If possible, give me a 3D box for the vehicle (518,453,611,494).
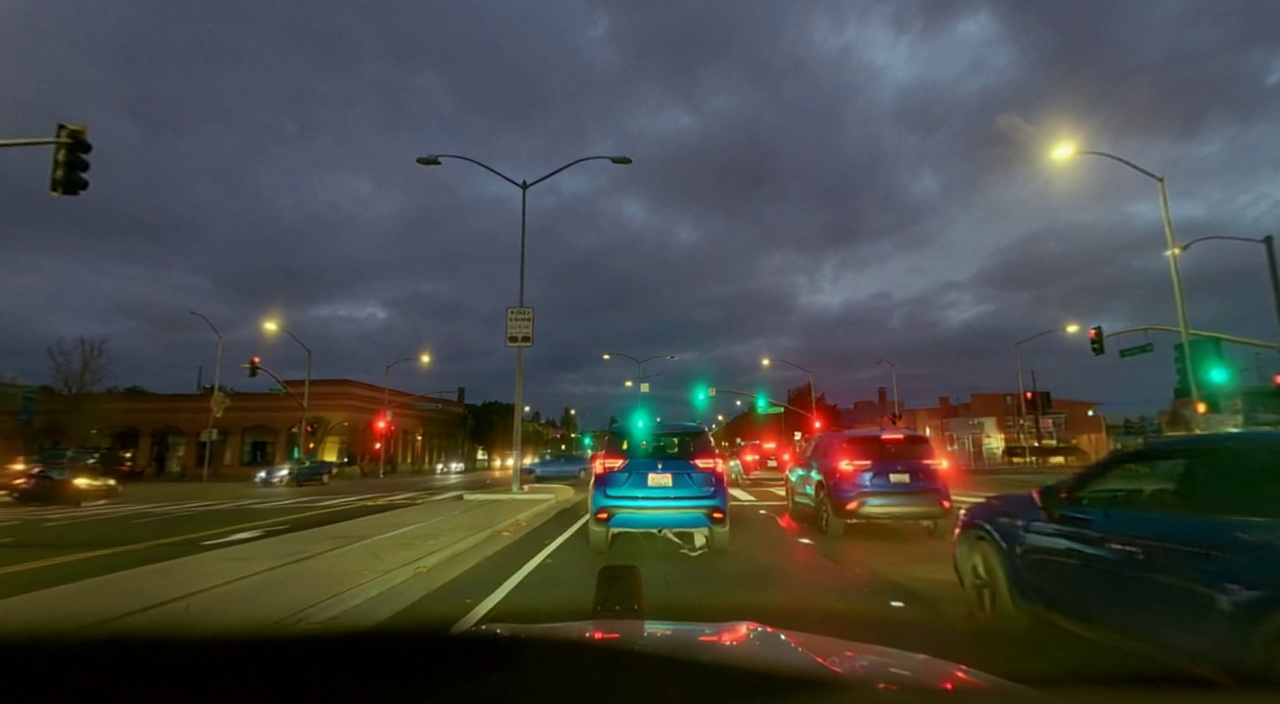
[{"bbox_3d":[-3.082,4.760,24.949,1.885,1.430,4.447,5,-12,-32],"label":"vehicle"}]

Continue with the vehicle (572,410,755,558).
[{"bbox_3d":[0.332,1.997,10.233,2.292,1.840,4.394,0,-9,1],"label":"vehicle"}]

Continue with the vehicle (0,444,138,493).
[{"bbox_3d":[-24.863,4.917,26.842,5.062,1.946,2.243,0,-9,-1],"label":"vehicle"}]

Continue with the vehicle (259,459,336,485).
[{"bbox_3d":[-22.004,7.704,40.663,3.981,1.477,1.872,7,-11,-38],"label":"vehicle"}]

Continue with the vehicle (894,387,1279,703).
[{"bbox_3d":[3.313,1.077,3.455,2.056,1.516,4.776,-1,-9,3],"label":"vehicle"}]

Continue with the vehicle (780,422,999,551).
[{"bbox_3d":[3.812,2.126,10.645,2.018,1.701,4.288,0,-9,1],"label":"vehicle"}]
